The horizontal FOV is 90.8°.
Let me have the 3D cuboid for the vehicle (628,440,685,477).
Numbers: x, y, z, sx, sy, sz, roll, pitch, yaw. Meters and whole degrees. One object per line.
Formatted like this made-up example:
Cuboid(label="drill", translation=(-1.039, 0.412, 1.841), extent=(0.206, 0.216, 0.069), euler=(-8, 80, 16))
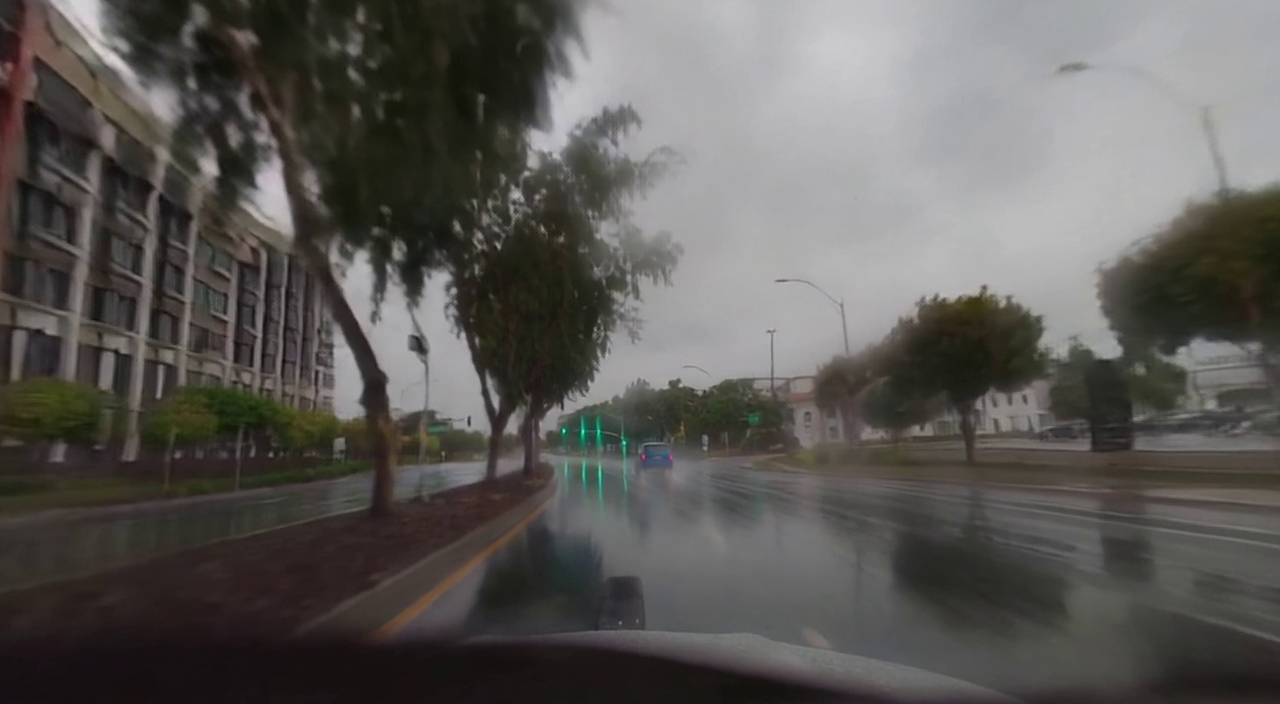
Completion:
Cuboid(label="vehicle", translation=(0.724, 5.181, 30.942), extent=(2.165, 1.633, 4.381), euler=(1, -9, -7))
